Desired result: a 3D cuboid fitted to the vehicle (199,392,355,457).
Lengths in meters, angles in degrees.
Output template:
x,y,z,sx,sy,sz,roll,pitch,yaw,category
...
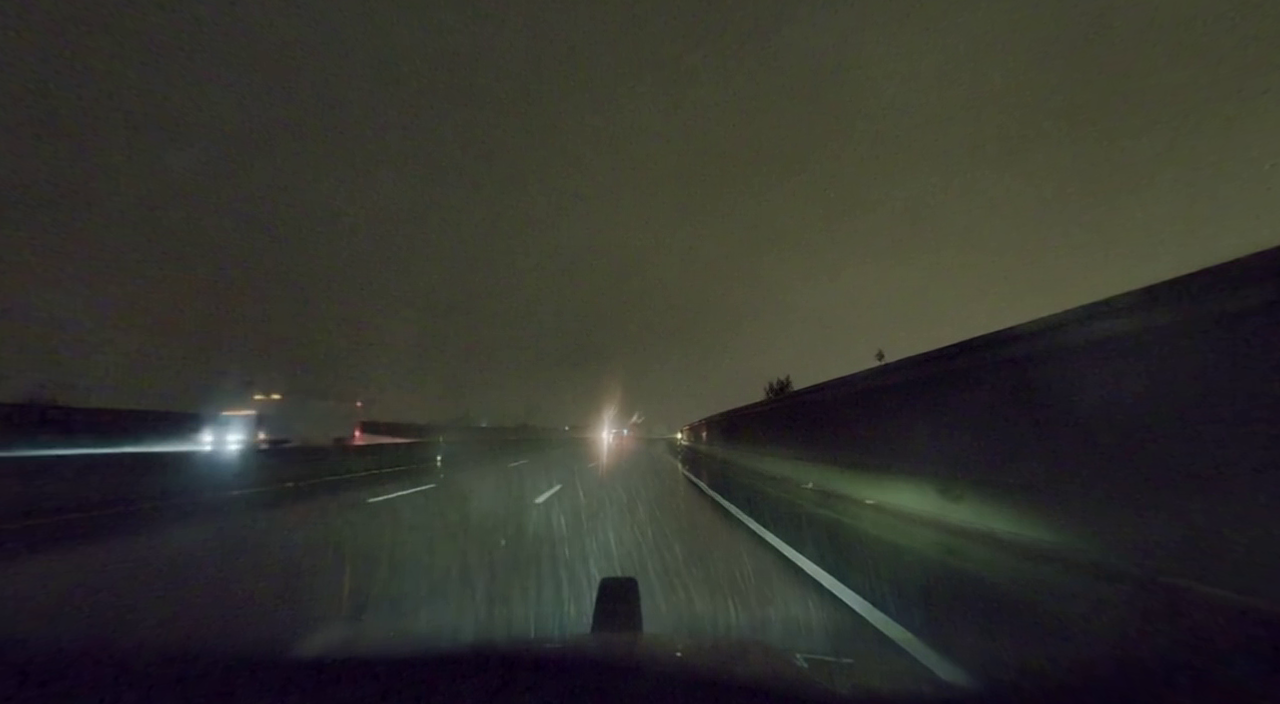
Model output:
x,y,z,sx,sy,sz,roll,pitch,yaw,category
-26.208,5.535,46.914,3.276,4.074,14.024,0,-8,0,vehicle
